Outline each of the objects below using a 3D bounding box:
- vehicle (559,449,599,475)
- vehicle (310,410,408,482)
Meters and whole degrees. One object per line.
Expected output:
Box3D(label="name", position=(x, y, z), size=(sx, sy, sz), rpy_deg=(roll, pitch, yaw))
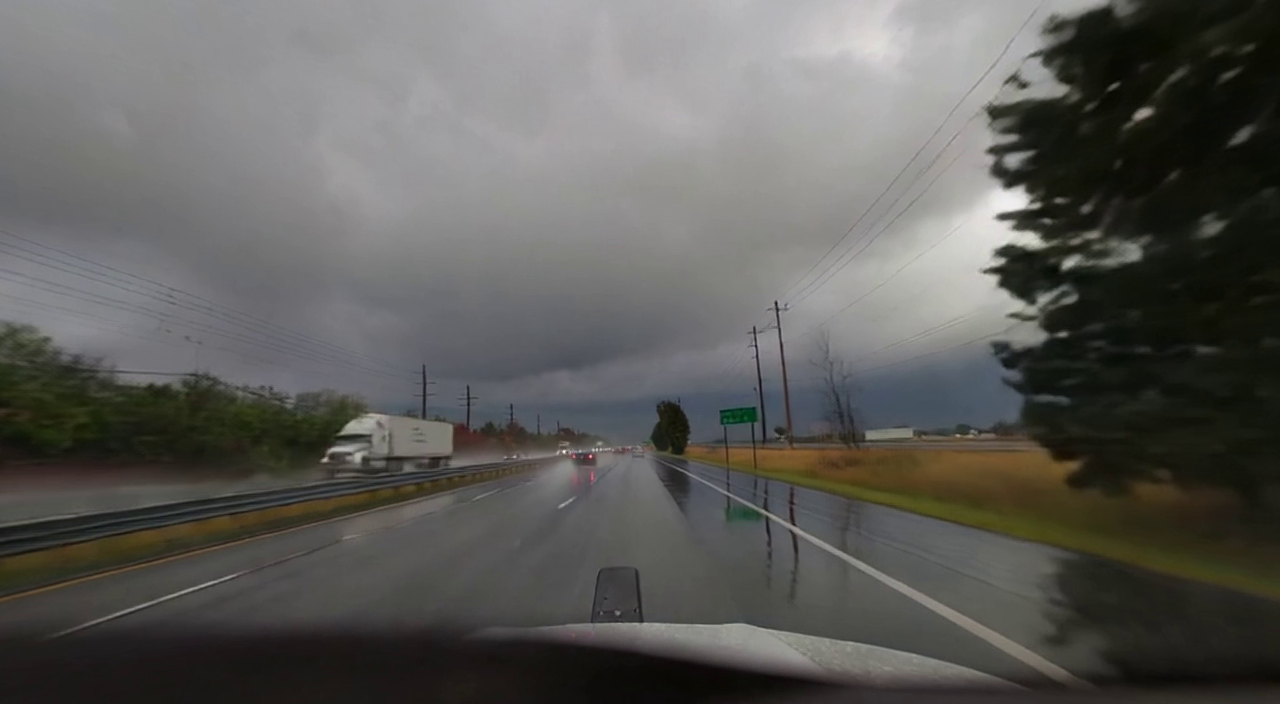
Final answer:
Box3D(label="vehicle", position=(-3.790, 6.896, 39.589), size=(2.123, 1.545, 4.404), rpy_deg=(0, -9, 0))
Box3D(label="vehicle", position=(-17.030, 5.785, 38.517), size=(3.145, 4.012, 5.883), rpy_deg=(0, -9, -1))
